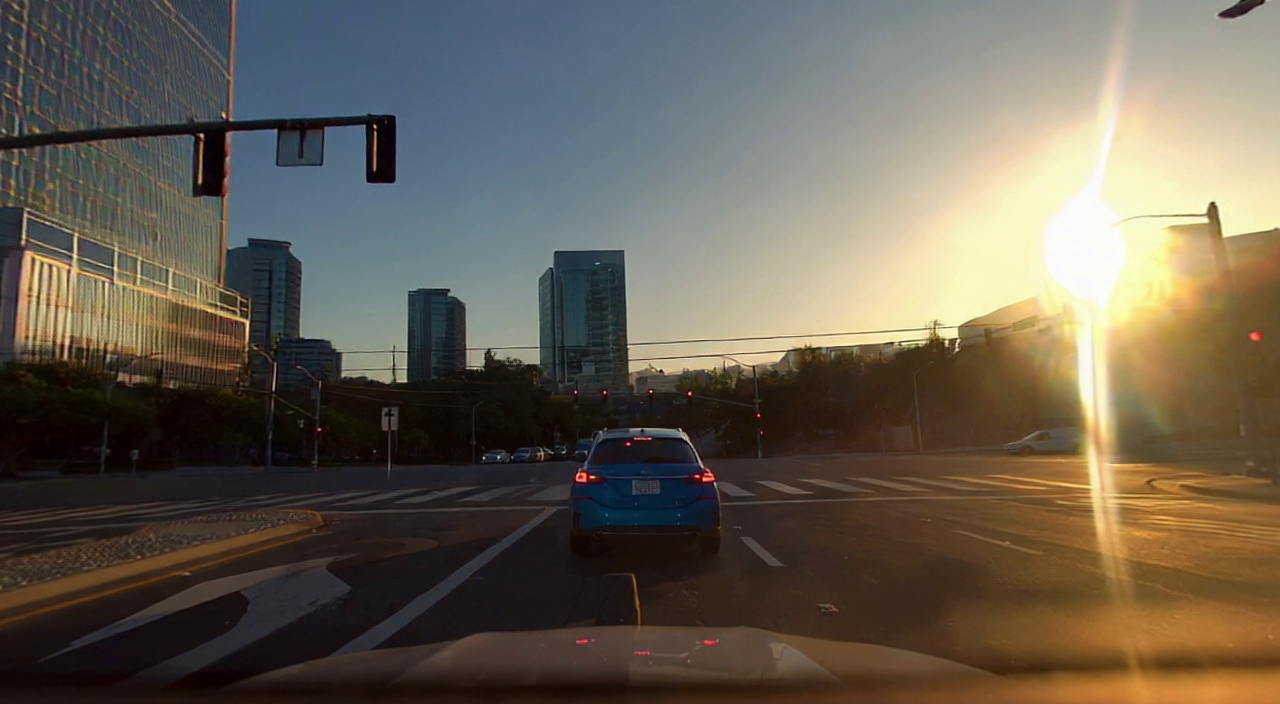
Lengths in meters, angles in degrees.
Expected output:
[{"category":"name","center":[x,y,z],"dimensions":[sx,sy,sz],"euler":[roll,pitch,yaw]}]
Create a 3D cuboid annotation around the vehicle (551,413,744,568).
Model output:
[{"category":"vehicle","center":[0.041,1.755,8.706],"dimensions":[2.027,1.626,3.942],"euler":[0,-8,-1]}]
